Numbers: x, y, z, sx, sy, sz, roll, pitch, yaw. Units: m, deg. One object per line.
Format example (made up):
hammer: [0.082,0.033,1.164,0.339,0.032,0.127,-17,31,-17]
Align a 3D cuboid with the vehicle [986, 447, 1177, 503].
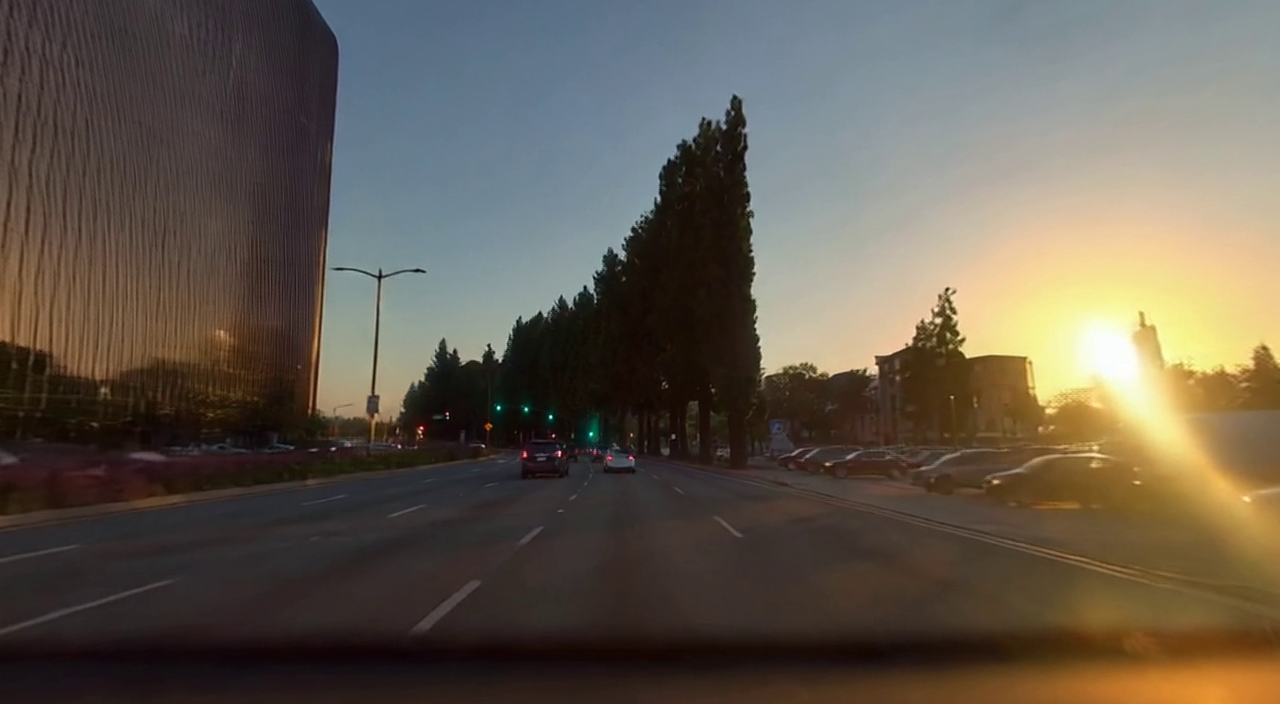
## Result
vehicle: [13.628,3.819,19.745,4.489,1.652,1.783,-1,-10,3]

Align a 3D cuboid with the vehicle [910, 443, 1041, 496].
vehicle: [12.964,4.535,24.562,3.965,1.702,1.817,-3,-7,0]

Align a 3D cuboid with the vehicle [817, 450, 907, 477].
vehicle: [12.715,6.384,36.343,4.470,1.429,1.878,0,-7,1]

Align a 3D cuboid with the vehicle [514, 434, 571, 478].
vehicle: [-4.270,4.647,28.430,2.001,1.784,4.483,1,-8,-2]

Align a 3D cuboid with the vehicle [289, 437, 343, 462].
vehicle: [-23.443,7.060,45.837,1.849,1.657,4.360,1,-8,-5]

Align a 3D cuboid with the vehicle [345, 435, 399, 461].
vehicle: [-19.832,7.154,47.016,2.087,1.788,4.999,1,-8,-4]

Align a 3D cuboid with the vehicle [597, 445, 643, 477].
vehicle: [-1.007,5.152,30.108,2.050,1.385,4.096,1,-8,-3]

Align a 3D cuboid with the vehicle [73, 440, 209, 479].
vehicle: [-18.493,3.984,23.718,1.605,1.292,4.497,1,-8,-3]

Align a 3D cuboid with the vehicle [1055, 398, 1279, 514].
vehicle: [20.393,3.239,20.457,2.924,3.405,15.125,-3,-6,-3]
